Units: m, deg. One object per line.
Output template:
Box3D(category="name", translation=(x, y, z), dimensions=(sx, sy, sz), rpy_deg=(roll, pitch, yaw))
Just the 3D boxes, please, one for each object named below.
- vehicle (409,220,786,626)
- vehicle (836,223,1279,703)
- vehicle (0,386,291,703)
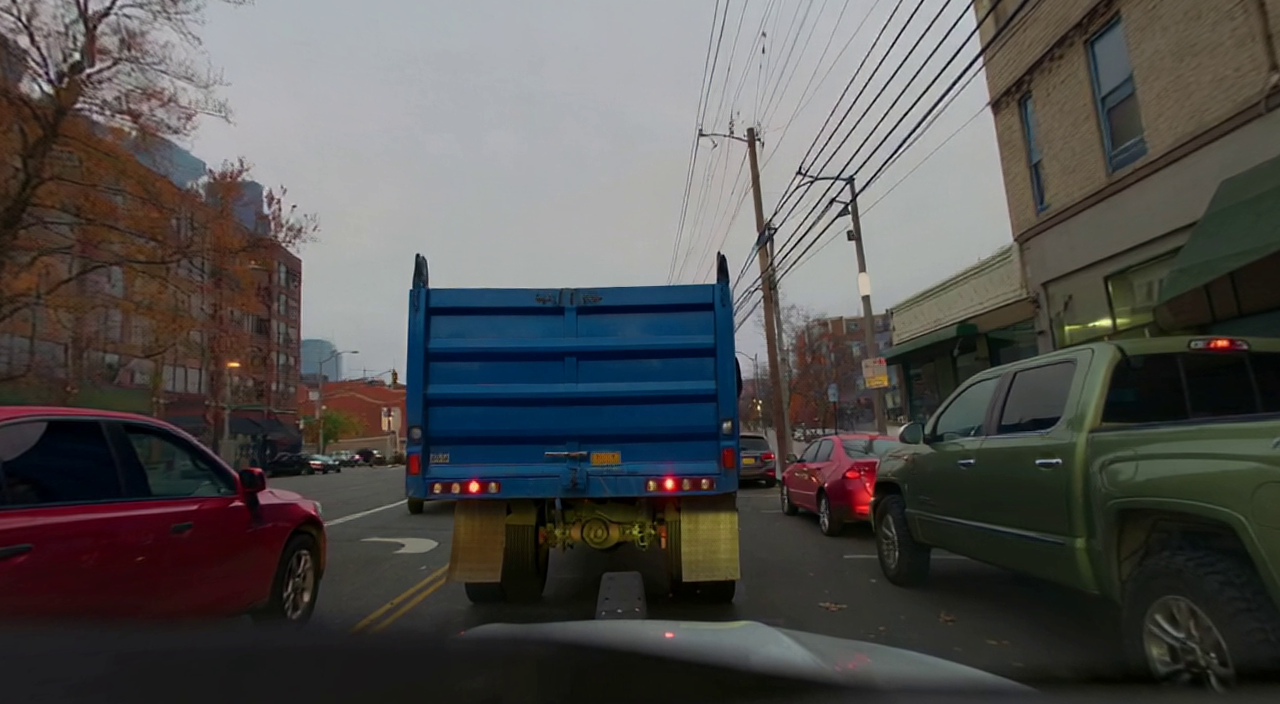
Box3D(category="vehicle", translation=(-0.235, 1.100, 9.121), dimensions=(2.878, 3.204, 8.244), rpy_deg=(0, -8, 1))
Box3D(category="vehicle", translation=(3.230, 0.845, 3.870), dimensions=(2.242, 1.979, 5.722), rpy_deg=(0, -8, 0))
Box3D(category="vehicle", translation=(-4.119, 1.036, 3.298), dimensions=(1.988, 1.657, 4.492), rpy_deg=(0, -8, 0))
